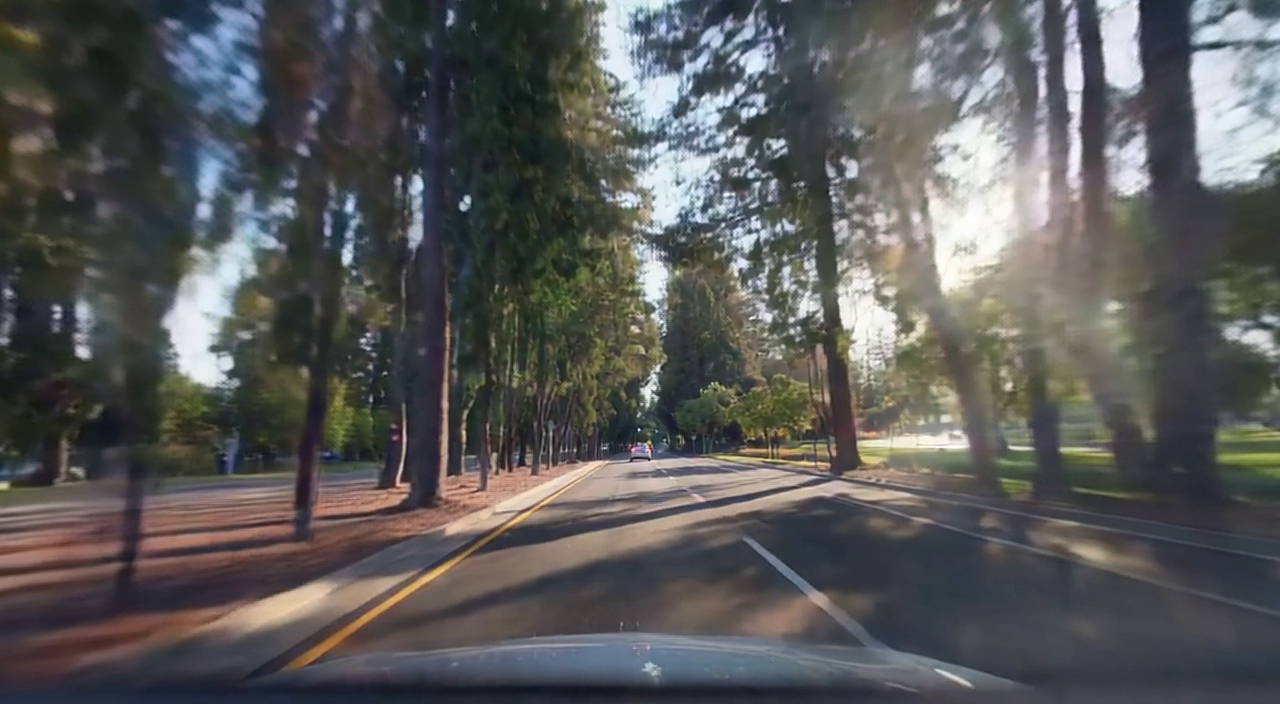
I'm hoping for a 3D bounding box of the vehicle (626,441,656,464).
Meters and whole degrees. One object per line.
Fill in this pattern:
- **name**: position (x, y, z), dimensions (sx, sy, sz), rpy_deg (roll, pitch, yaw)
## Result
- **vehicle**: position (0.094, 7.240, 45.588), dimensions (2.048, 1.584, 4.393), rpy_deg (0, -8, 0)
